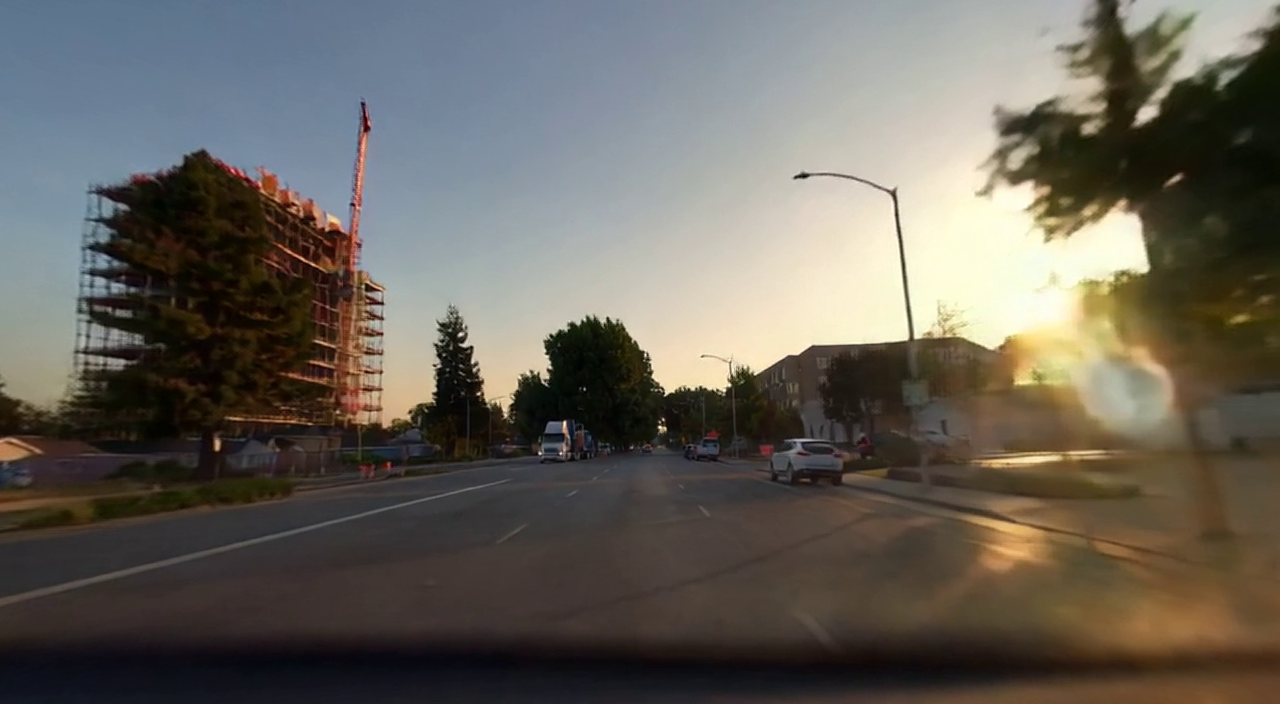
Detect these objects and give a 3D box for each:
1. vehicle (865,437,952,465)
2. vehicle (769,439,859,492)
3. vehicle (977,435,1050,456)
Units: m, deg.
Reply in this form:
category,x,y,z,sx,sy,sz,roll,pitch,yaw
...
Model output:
category,x,y,z,sx,sy,sz,roll,pitch,yaw
vehicle,16.636,6.154,39.072,4.422,1.677,2.004,0,-9,-1
vehicle,6.781,4.479,25.085,2.169,1.880,4.849,0,-9,0
vehicle,29.403,7.346,49.484,4.455,1.607,1.950,0,-7,3
